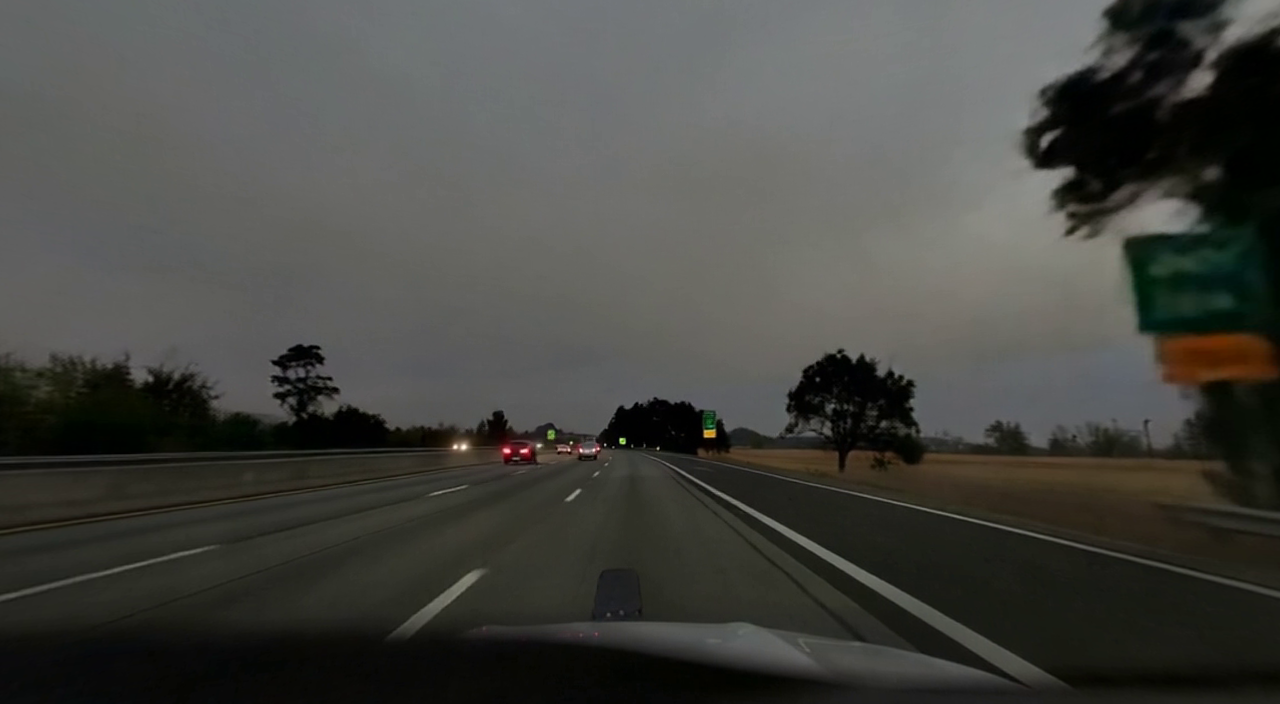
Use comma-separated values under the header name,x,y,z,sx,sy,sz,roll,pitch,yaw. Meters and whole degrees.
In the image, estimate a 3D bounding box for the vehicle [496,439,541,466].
name,x,y,z,sx,sy,sz,roll,pitch,yaw
vehicle,-7.911,6.564,41.249,2.080,1.632,4.332,0,-8,-1

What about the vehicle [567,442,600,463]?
name,x,y,z,sx,sy,sz,roll,pitch,yaw
vehicle,-4.106,7.400,46.323,2.075,1.516,4.212,0,-8,-1
